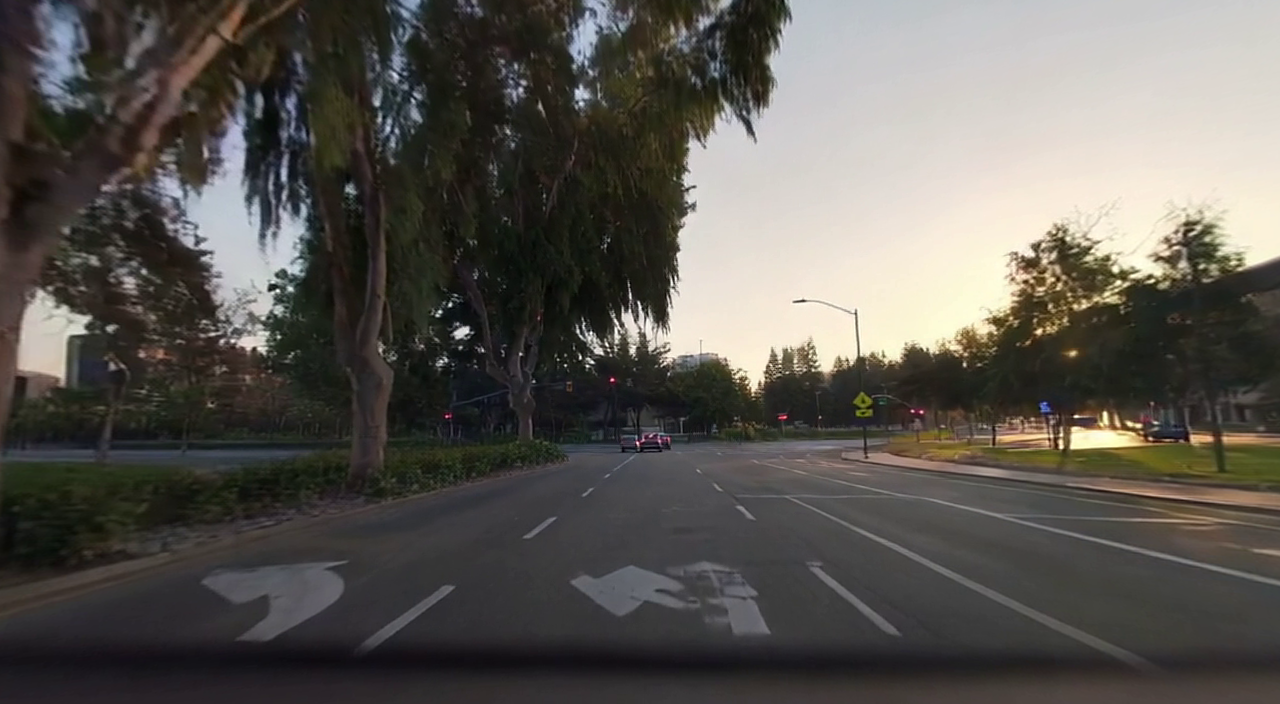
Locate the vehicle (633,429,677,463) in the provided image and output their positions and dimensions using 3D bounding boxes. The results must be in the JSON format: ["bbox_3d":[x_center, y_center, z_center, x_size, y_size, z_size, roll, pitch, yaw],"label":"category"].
[{"bbox_3d":[0.844,5.232,35.025,2.298,1.770,4.138,0,-8,2],"label":"vehicle"}]
